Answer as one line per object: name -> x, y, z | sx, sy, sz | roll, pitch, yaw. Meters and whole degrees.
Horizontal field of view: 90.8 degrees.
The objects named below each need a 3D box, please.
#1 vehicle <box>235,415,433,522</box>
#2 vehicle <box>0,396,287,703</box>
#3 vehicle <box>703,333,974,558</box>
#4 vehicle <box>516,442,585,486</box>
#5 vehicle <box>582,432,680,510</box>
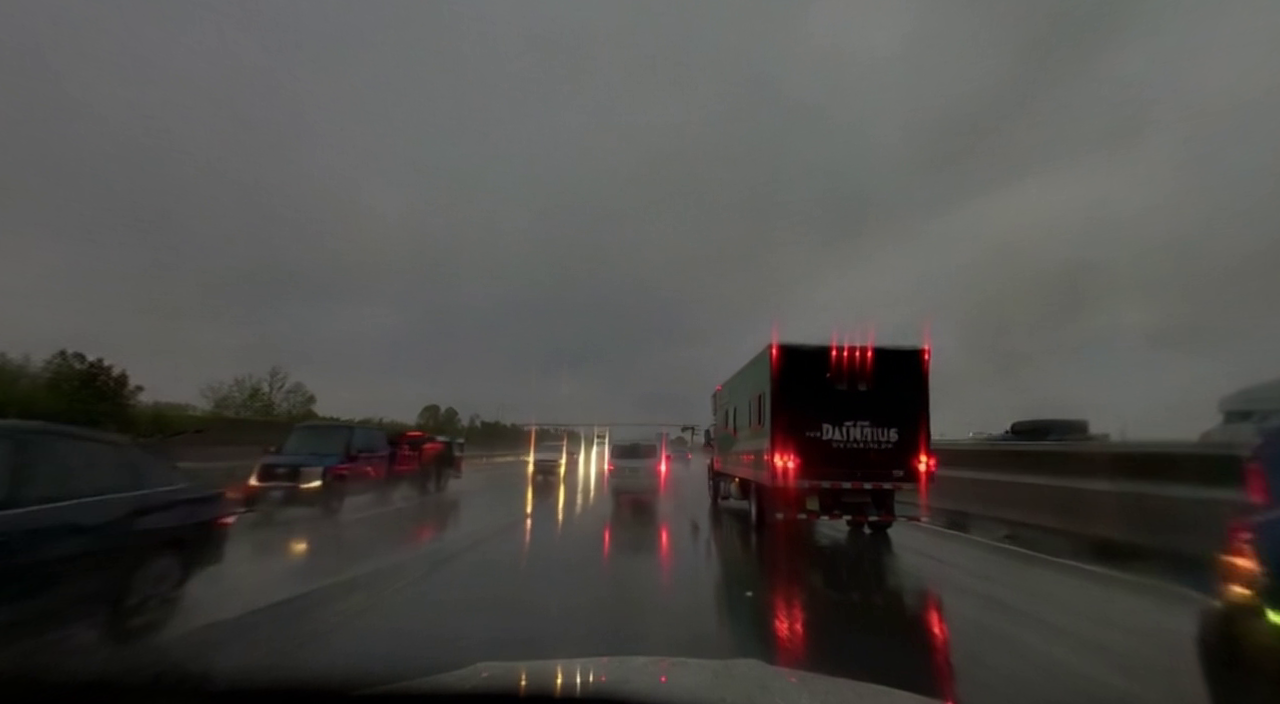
vehicle -> -6.888, 2.684, 15.017 | 2.155, 2.087, 4.882 | 0, -9, 1
vehicle -> -4.096, 1.005, 3.001 | 2.023, 1.576, 4.784 | 0, -9, 1
vehicle -> 2.952, 1.749, 11.949 | 2.533, 2.942, 7.280 | 0, -9, -2
vehicle -> -3.619, 4.626, 26.437 | 2.098, 1.659, 4.432 | 0, -9, 2
vehicle -> -0.186, 2.998, 16.260 | 2.201, 1.719, 4.058 | 0, -9, 0
